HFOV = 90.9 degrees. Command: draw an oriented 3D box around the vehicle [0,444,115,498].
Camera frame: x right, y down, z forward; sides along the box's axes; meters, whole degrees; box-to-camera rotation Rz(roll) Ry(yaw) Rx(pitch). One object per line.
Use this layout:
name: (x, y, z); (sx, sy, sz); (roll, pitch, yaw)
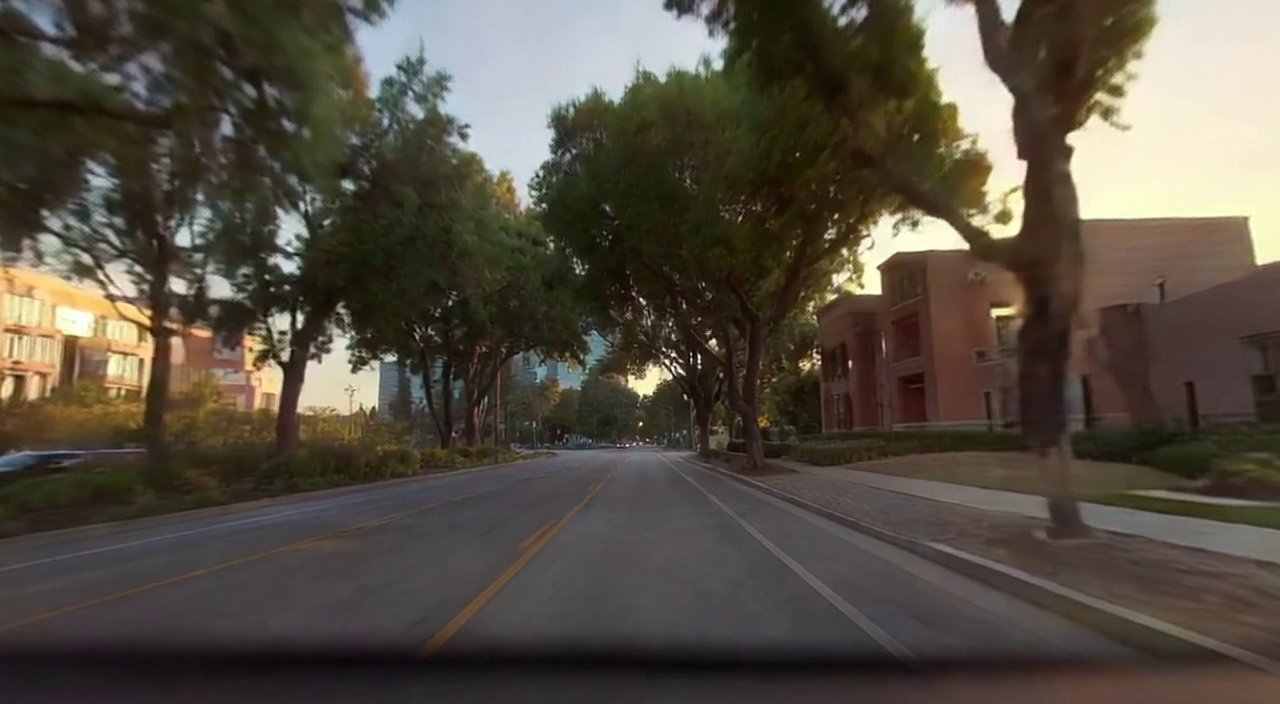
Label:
vehicle: (-19.435, 3.637, 19.451); (4.606, 1.544, 1.965); (0, -8, -1)
